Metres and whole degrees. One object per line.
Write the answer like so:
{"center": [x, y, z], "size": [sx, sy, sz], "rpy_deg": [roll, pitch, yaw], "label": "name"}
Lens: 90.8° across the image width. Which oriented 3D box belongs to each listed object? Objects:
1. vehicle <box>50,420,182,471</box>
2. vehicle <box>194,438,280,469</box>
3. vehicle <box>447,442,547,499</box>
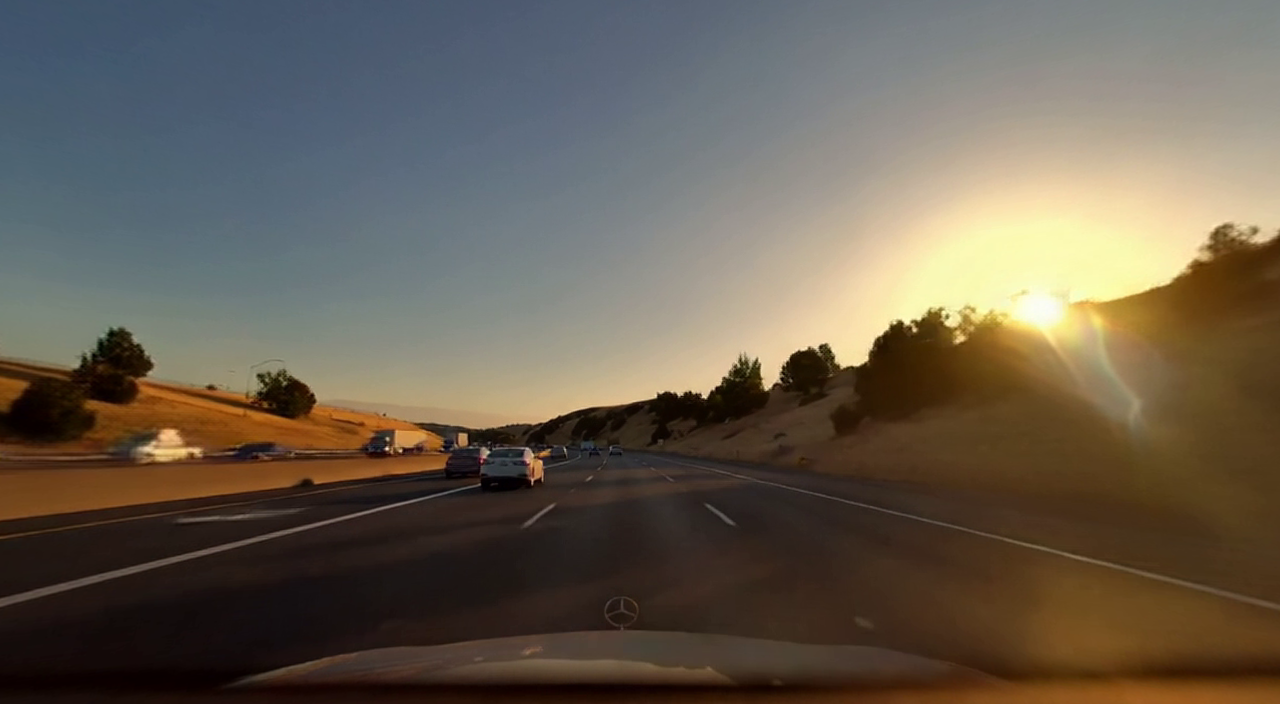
{"center": [-28.821, 5.222, 35.137], "size": [2.237, 2.591, 5.886], "rpy_deg": [0, -9, -1], "label": "vehicle"}
{"center": [-25.149, 6.354, 39.691], "size": [2.213, 1.784, 4.993], "rpy_deg": [0, -9, -1], "label": "vehicle"}
{"center": [-4.224, 3.579, 19.470], "size": [2.073, 1.516, 4.478], "rpy_deg": [0, -9, 0], "label": "vehicle"}
